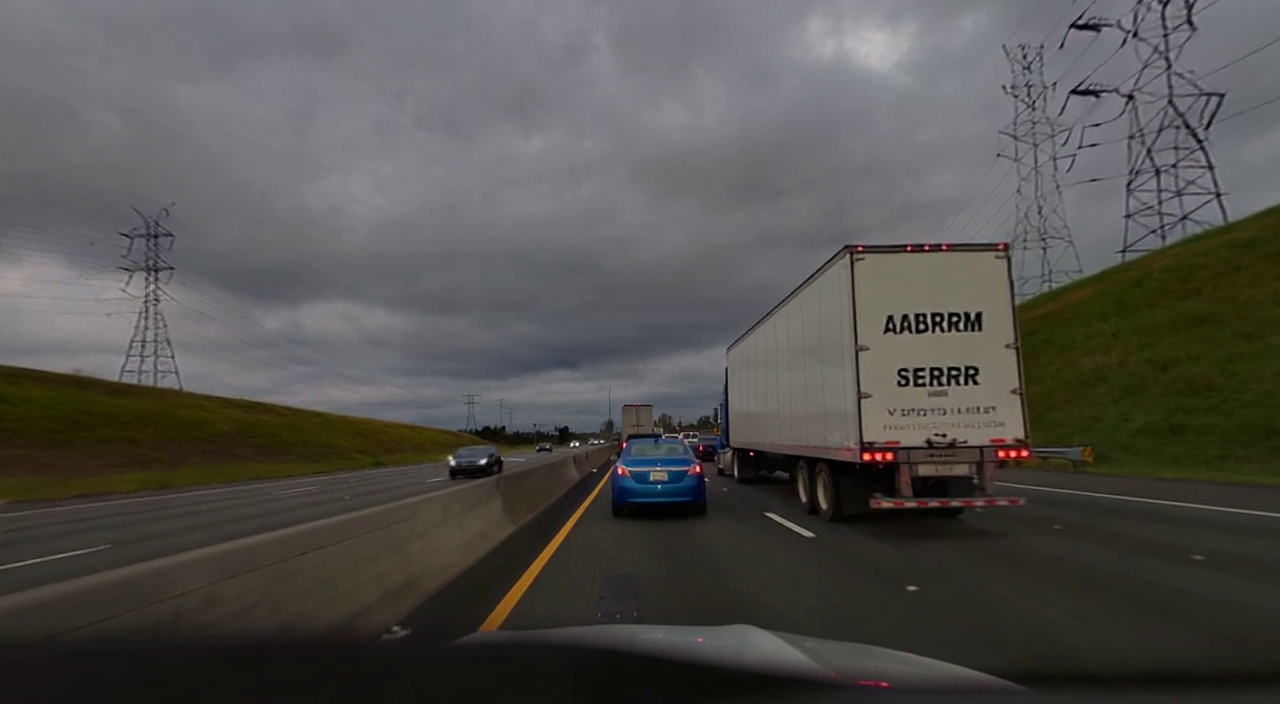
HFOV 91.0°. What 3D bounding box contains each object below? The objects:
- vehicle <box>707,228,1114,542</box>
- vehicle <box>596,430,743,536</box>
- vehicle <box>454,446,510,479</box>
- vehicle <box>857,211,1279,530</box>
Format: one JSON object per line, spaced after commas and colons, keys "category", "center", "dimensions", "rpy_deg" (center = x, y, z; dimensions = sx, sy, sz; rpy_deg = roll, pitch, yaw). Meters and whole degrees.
{"category": "vehicle", "center": [4.182, 1.346, 15.230], "dimensions": [3.138, 4.065, 14.276], "rpy_deg": [0, -8, -2]}
{"category": "vehicle", "center": [0.347, 2.085, 10.628], "dimensions": [2.045, 1.446, 3.597], "rpy_deg": [0, -8, -2]}
{"category": "vehicle", "center": [-8.209, 5.746, 33.036], "dimensions": [1.848, 1.512, 4.327], "rpy_deg": [-1, -8, 0]}
{"category": "vehicle", "center": [8.694, 1.031, 14.282], "dimensions": [2.845, 4.146, 12.401], "rpy_deg": [0, -8, -1]}
